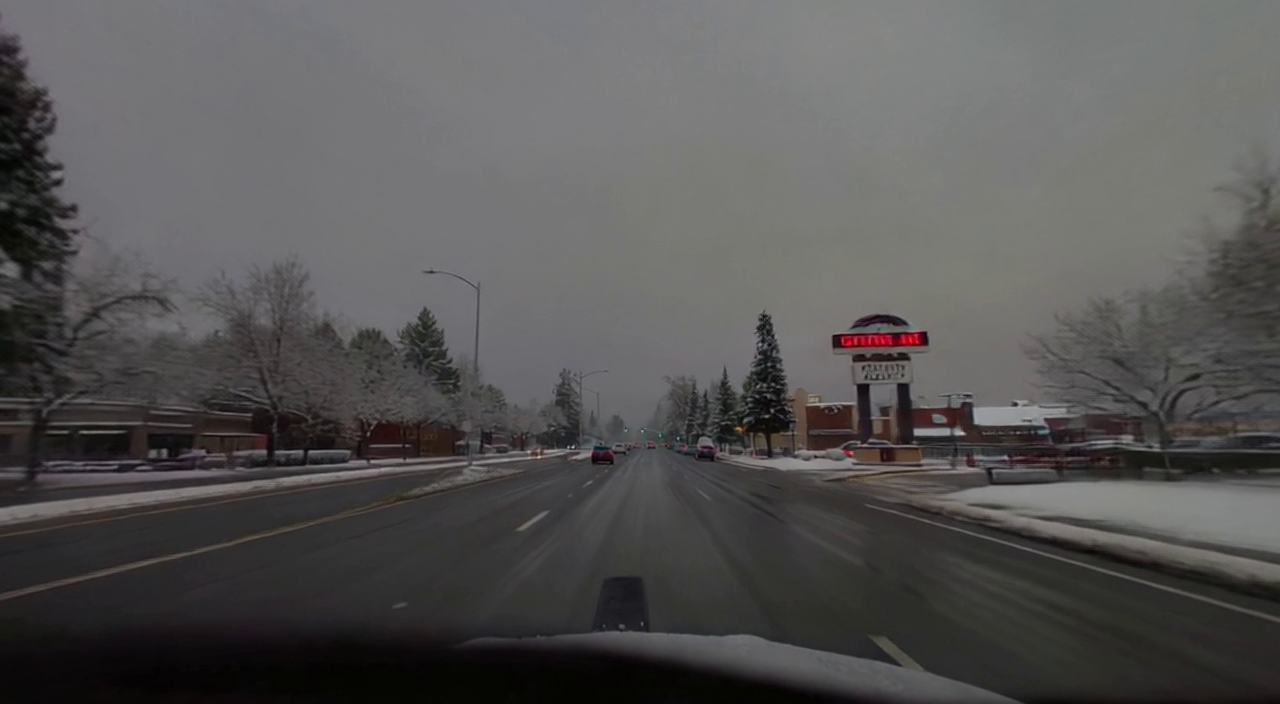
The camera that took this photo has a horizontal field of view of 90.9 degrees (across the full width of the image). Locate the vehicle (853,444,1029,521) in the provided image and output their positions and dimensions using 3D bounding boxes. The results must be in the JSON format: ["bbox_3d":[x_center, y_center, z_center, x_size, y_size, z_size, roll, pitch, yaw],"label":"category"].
[{"bbox_3d":[6.692,2.908,14.704,1.923,1.482,4.558,0,-9,1],"label":"vehicle"}]

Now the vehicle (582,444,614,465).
[{"bbox_3d":[-3.022,7.498,46.286,2.005,1.446,4.265,0,-9,1],"label":"vehicle"}]

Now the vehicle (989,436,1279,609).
[{"bbox_3d":[6.589,1.825,7.679,1.869,1.516,4.767,0,-9,-1],"label":"vehicle"}]
